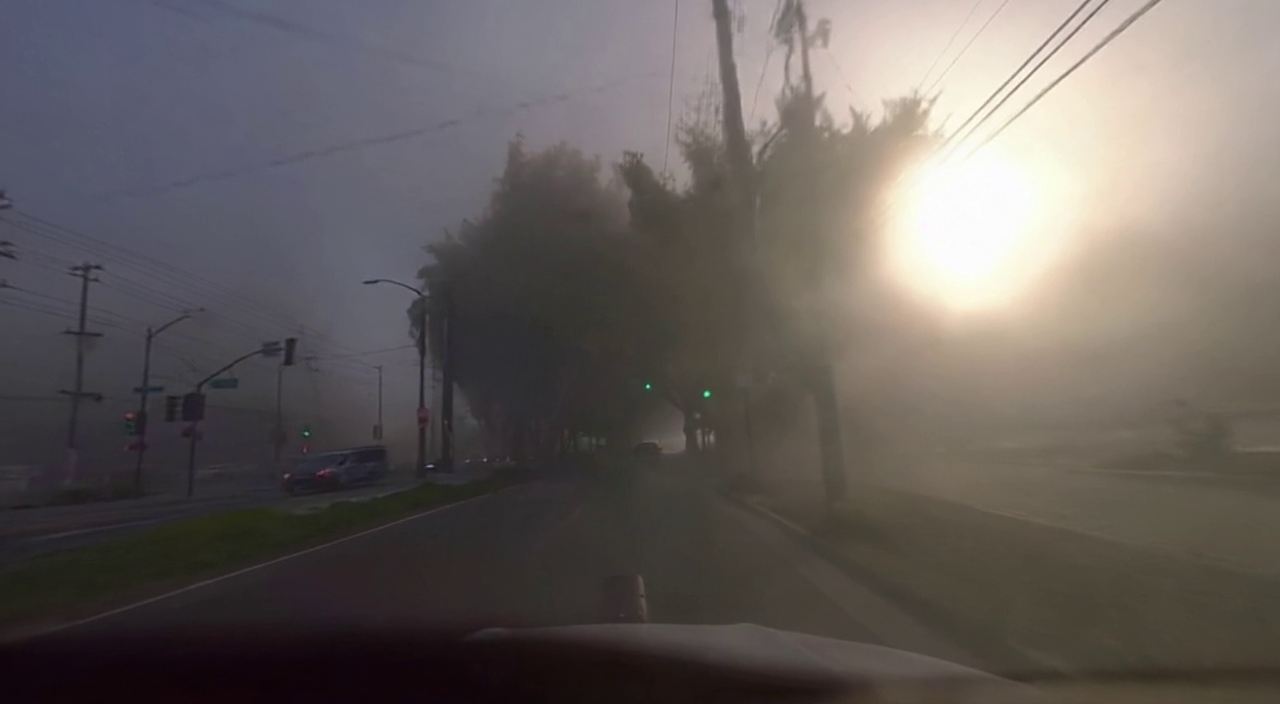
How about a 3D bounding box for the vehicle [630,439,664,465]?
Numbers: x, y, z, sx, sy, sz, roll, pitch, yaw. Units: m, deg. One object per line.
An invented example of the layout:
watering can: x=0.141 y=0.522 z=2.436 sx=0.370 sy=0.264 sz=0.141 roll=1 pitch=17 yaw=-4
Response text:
vehicle: x=0.414 y=6.529 z=41.245 sx=2.105 sy=1.611 sz=3.750 roll=0 pitch=-8 yaw=0
